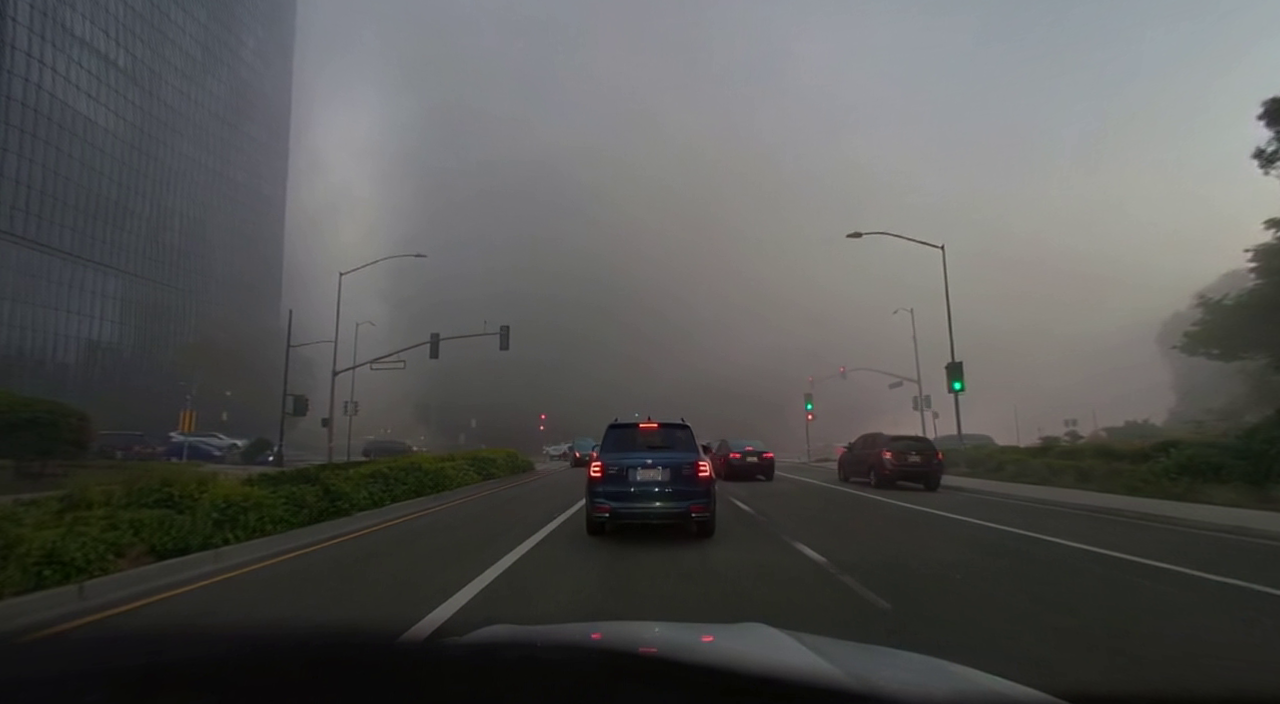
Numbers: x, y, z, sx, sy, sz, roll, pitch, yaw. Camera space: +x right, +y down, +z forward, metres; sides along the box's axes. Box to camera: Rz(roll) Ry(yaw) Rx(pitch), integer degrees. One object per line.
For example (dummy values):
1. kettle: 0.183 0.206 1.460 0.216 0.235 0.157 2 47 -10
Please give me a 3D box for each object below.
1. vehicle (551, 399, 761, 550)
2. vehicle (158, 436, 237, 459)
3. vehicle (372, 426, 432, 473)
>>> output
1. vehicle: 0.200 1.874 10.189 2.601 1.878 4.535 0 -9 0
2. vehicle: -34.361 7.427 48.962 4.622 1.742 1.965 0 -9 -1
3. vehicle: -13.162 5.359 34.771 2.717 2.310 6.448 3 -9 -21
